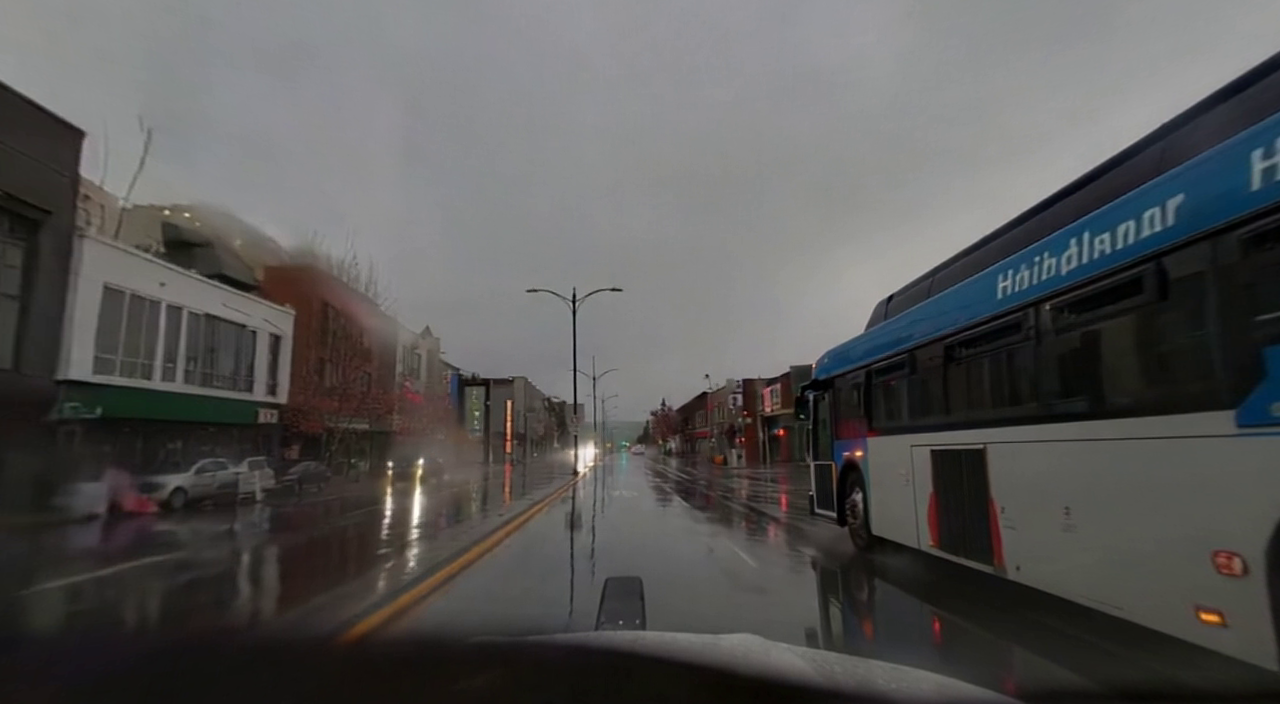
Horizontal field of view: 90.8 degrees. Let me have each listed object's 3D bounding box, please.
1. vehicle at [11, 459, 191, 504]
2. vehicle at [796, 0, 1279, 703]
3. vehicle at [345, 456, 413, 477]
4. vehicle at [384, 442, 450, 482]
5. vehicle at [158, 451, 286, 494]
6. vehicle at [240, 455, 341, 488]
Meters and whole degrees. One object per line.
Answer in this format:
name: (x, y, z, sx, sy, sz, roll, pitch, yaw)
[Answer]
vehicle: (-19.771, 4.746, 23.414, 4.592, 1.474, 1.880, 2, -9, -15)
vehicle: (4.304, 0.300, 4.494, 3.194, 3.345, 12.428, 0, -9, 0)
vehicle: (-20.499, 8.988, 49.686, 4.522, 1.469, 1.840, 0, -9, -5)
vehicle: (-12.277, 6.057, 35.124, 2.084, 2.027, 4.557, 0, -9, -1)
vehicle: (-18.640, 5.372, 28.327, 4.392, 1.800, 1.902, -1, -9, 3)
vehicle: (-18.703, 6.394, 33.977, 4.246, 1.612, 1.914, 1, -9, -8)
